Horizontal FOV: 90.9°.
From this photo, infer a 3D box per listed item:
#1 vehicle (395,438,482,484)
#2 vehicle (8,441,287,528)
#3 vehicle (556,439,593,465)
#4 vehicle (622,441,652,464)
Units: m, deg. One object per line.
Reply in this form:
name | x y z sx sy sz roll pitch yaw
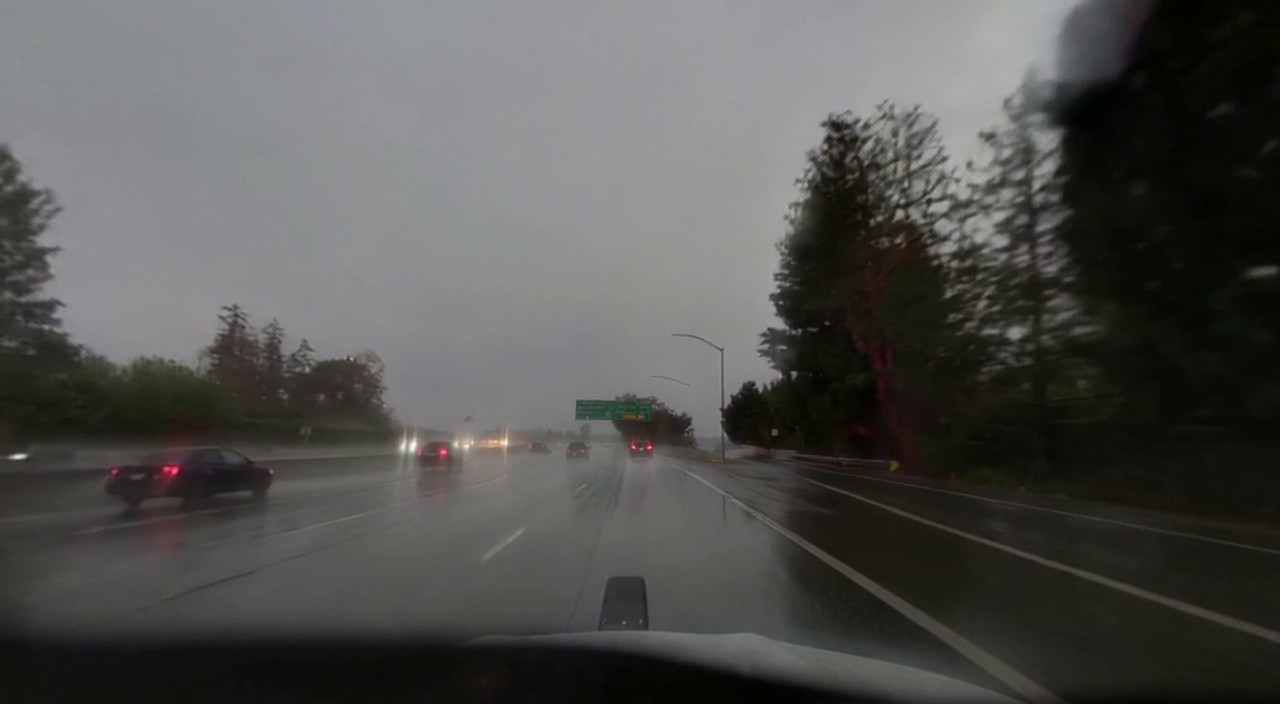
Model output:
vehicle | -7.795 4.235 24.849 2.086 1.628 4.039 0 -9 0
vehicle | -9.833 2.644 13.335 1.935 1.474 5.033 0 -9 -2
vehicle | -4.245 6.565 41.569 1.991 1.610 4.606 0 -9 -1
vehicle | -0.233 6.688 41.951 1.881 1.460 3.694 0 -9 -1
